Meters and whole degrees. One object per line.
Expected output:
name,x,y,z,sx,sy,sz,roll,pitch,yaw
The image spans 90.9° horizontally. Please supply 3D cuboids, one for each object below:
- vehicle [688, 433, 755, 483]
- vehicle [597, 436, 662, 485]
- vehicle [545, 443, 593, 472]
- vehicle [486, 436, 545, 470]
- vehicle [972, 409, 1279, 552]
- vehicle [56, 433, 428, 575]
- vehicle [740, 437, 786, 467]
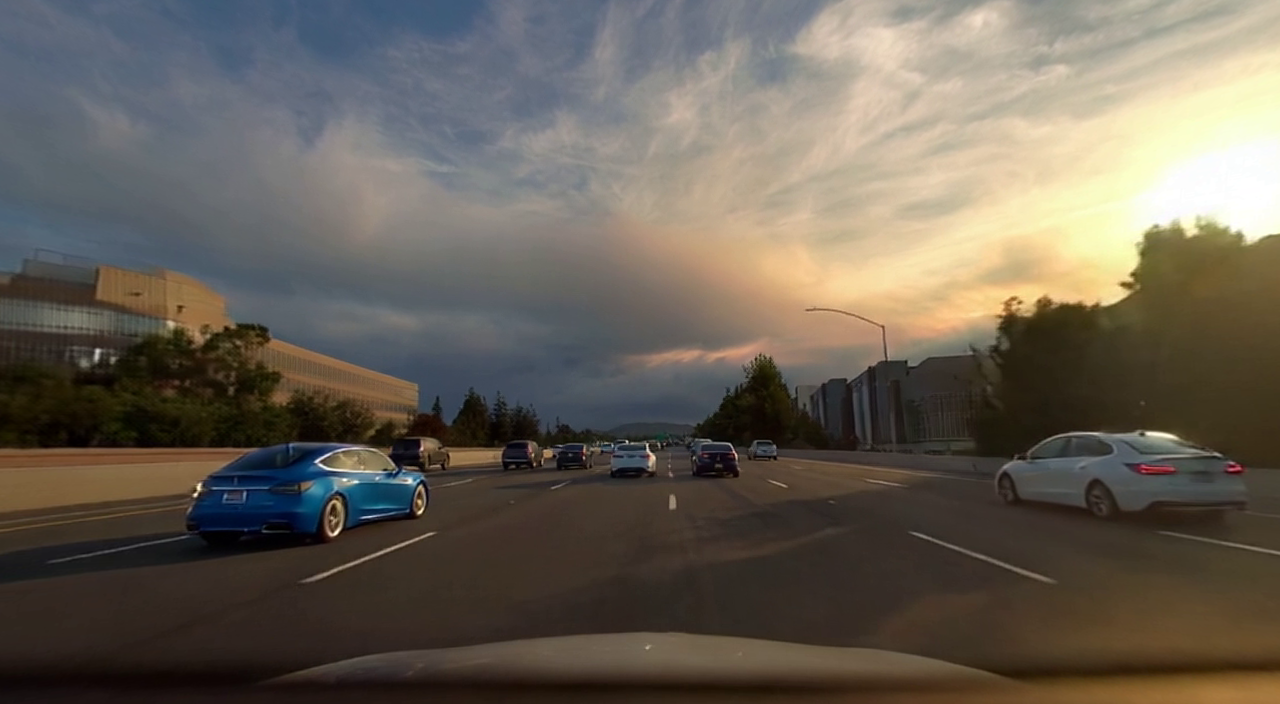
vehicle,3.025,4.031,24.323,2.114,1.715,4.136,-1,-8,2
vehicle,-0.294,4.004,23.649,2.102,1.624,4.257,-1,-8,3
vehicle,-3.797,5.683,34.374,1.886,1.455,4.148,-1,-8,3
vehicle,-7.318,6.001,37.618,2.187,1.851,5.085,-1,-8,4
vehicle,7.767,1.940,10.294,1.960,1.726,5.016,0,-8,1
vehicle,-5.016,1.950,9.037,2.116,1.473,4.644,-1,-8,4
vehicle,7.827,6.378,40.466,2.071,1.754,4.484,-1,-8,1
